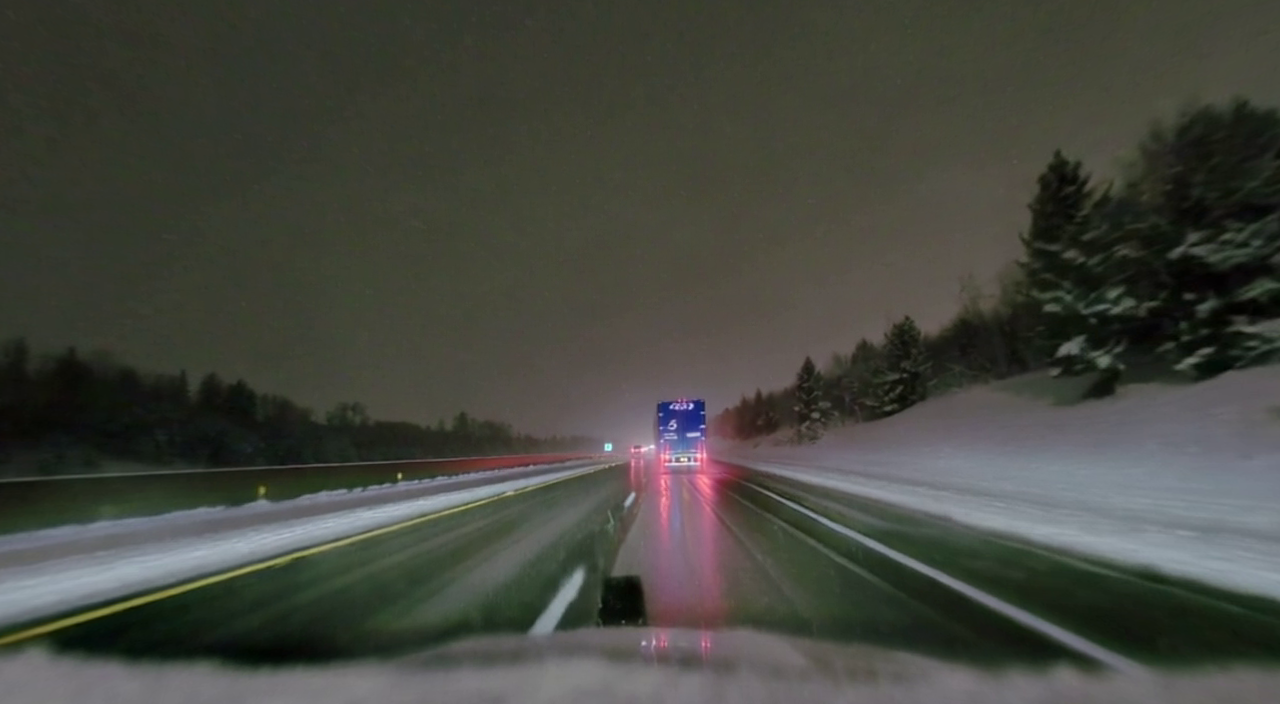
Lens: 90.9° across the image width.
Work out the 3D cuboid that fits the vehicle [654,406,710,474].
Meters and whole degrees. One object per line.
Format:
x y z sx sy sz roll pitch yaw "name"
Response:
2.458 5.676 40.165 3.107 3.718 10.231 0 -9 1 "vehicle"
